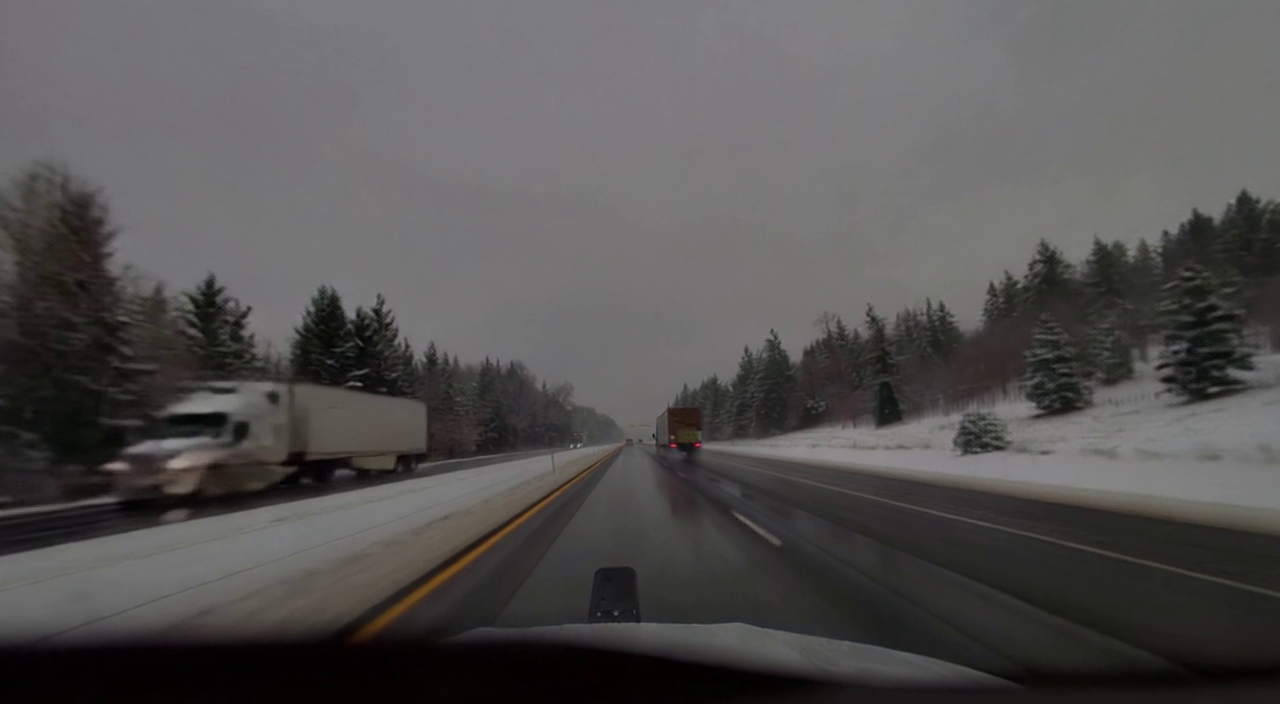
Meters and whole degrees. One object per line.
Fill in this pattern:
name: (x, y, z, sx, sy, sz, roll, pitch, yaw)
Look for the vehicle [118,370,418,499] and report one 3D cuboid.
vehicle: (-14.403, 3.701, 27.896, 3.356, 3.915, 17.078, 0, -8, -1)
